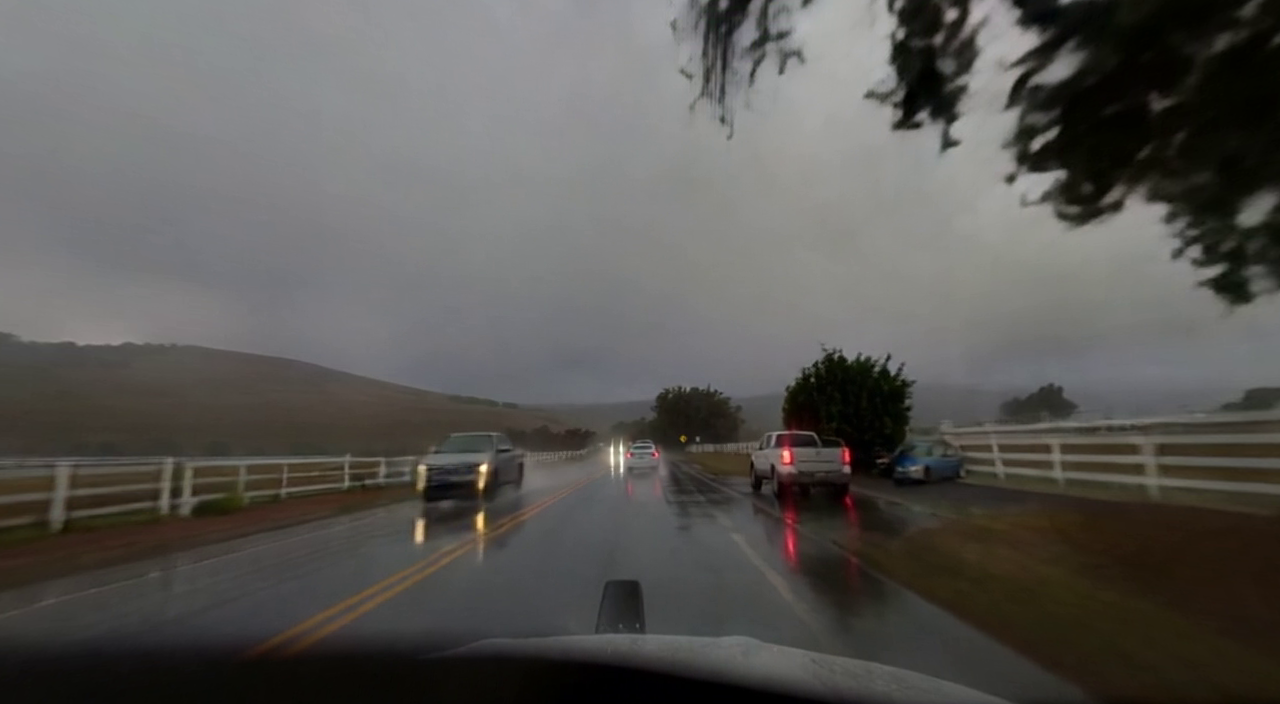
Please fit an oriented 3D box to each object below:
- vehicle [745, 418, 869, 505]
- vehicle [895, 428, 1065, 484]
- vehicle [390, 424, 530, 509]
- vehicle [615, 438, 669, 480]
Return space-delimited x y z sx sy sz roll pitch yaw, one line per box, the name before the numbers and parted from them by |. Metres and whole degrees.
vehicle | 4.265 2.905 17.156 2.348 1.969 5.269 -1 -8 5
vehicle | 10.379 3.202 19.716 1.975 1.545 4.333 3 -9 -21
vehicle | -4.652 3.056 17.372 2.221 1.965 5.135 0 -8 1
vehicle | 0.098 4.641 27.576 2.158 1.669 4.006 0 -8 1
